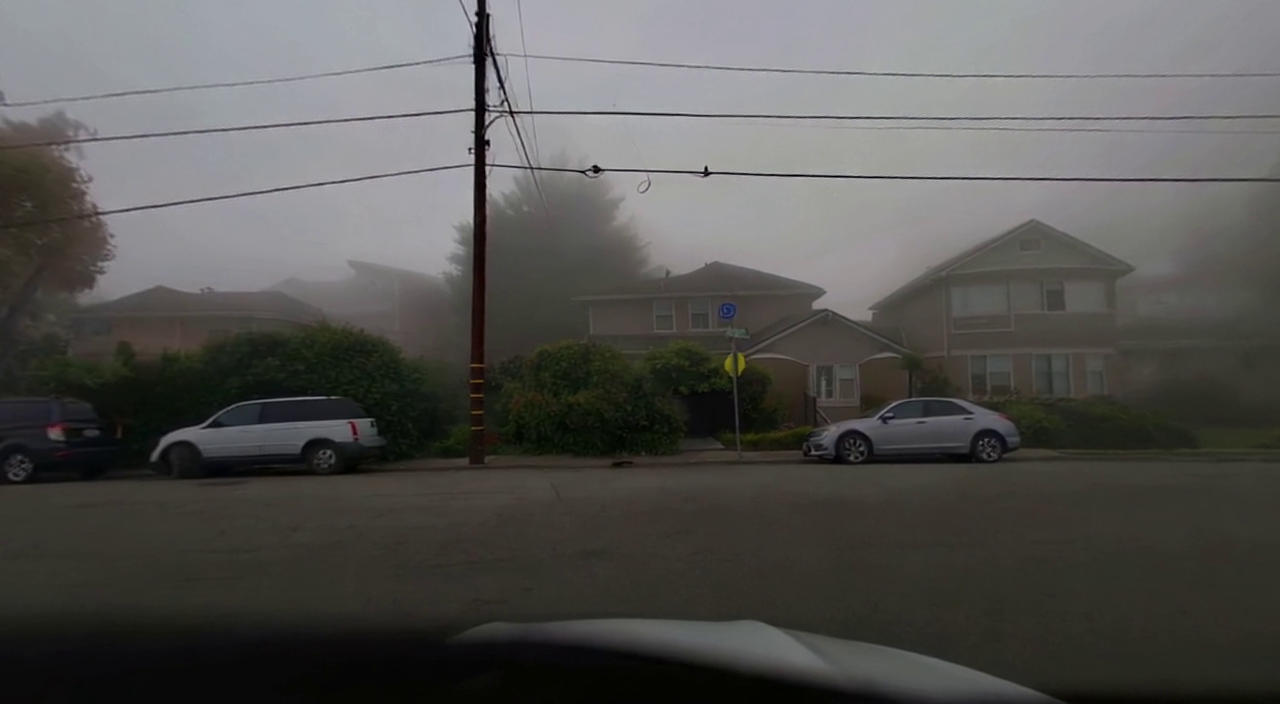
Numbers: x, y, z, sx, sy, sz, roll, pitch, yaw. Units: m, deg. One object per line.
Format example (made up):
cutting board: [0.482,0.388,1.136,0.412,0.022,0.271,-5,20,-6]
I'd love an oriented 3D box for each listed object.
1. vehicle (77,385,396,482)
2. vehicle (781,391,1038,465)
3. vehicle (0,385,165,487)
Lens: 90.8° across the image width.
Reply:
vehicle: [-7.714,1.608,12.531,4.943,1.731,1.877,0,-8,-2]
vehicle: [5.376,1.574,13.030,4.469,1.391,1.746,0,-8,-2]
vehicle: [-12.451,1.700,12.678,4.259,1.878,1.842,0,-8,-1]
